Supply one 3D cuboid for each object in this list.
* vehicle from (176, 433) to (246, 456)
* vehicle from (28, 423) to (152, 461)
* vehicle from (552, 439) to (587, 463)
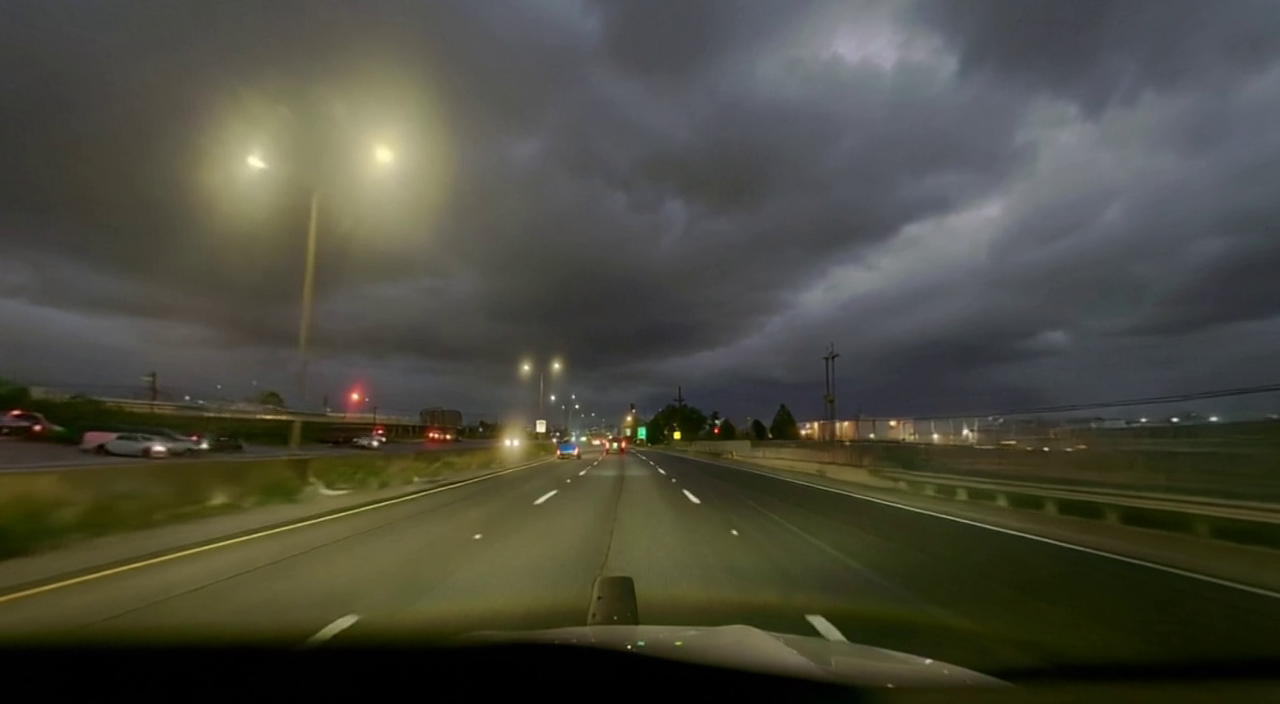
[{"bbox_3d":[-30.699,6.604,45.083,3.552,1.415,1.847,3,-7,-6],"label":"vehicle"},{"bbox_3d":[-30.174,4.946,34.669,4.674,1.939,2.061,0,-8,-7],"label":"vehicle"},{"bbox_3d":[-4.741,6.705,42.828,2.045,1.547,4.162,0,-8,-2],"label":"vehicle"}]
